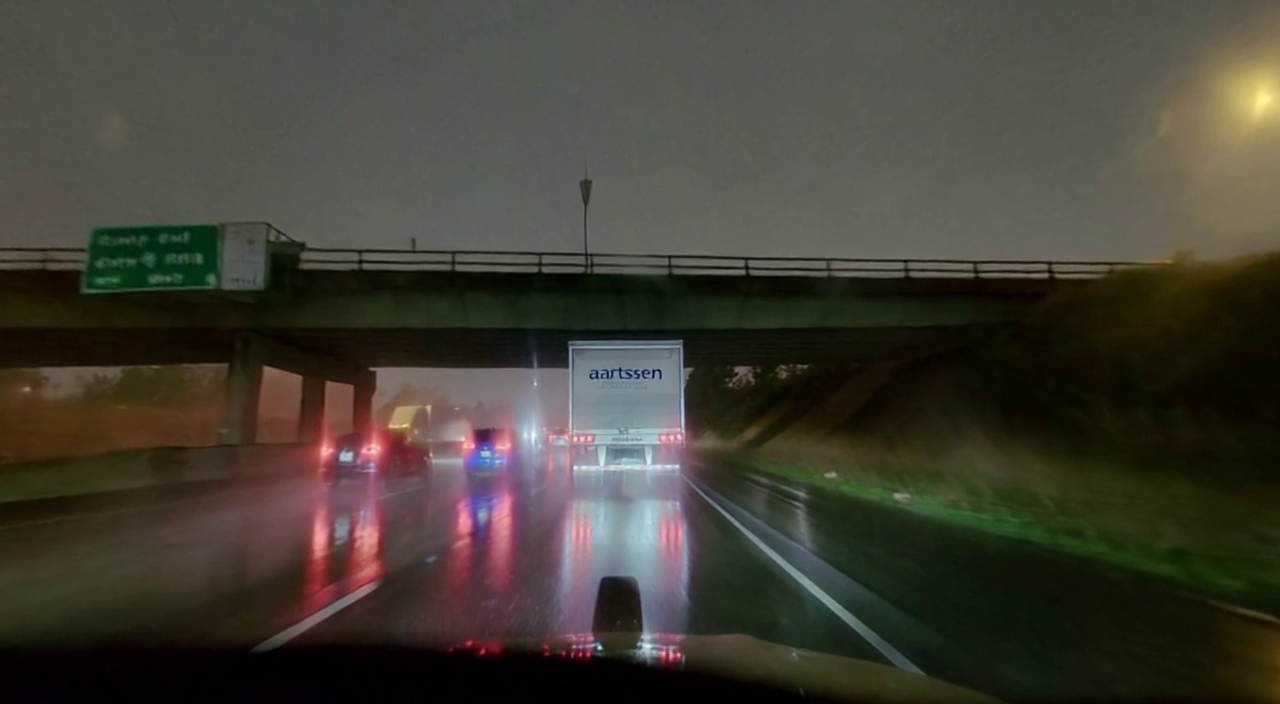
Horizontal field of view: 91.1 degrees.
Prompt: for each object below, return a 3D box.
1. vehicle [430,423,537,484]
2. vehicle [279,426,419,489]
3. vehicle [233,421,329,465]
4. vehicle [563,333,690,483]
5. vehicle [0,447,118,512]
[{"bbox_3d":[-4.679,3.109,19.678,2.052,1.639,4.894,0,-8,1],"label":"vehicle"},{"bbox_3d":[-8.069,2.934,17.977,1.944,1.565,4.383,0,-8,0],"label":"vehicle"},{"bbox_3d":[-23.980,6.100,42.453,2.292,2.693,6.952,0,-8,1],"label":"vehicle"},{"bbox_3d":[-0.467,2.223,22.635,3.442,4.106,10.719,0,-8,-1],"label":"vehicle"},{"bbox_3d":[-16.309,3.238,16.160,1.813,1.497,4.717,0,-8,-1],"label":"vehicle"}]
